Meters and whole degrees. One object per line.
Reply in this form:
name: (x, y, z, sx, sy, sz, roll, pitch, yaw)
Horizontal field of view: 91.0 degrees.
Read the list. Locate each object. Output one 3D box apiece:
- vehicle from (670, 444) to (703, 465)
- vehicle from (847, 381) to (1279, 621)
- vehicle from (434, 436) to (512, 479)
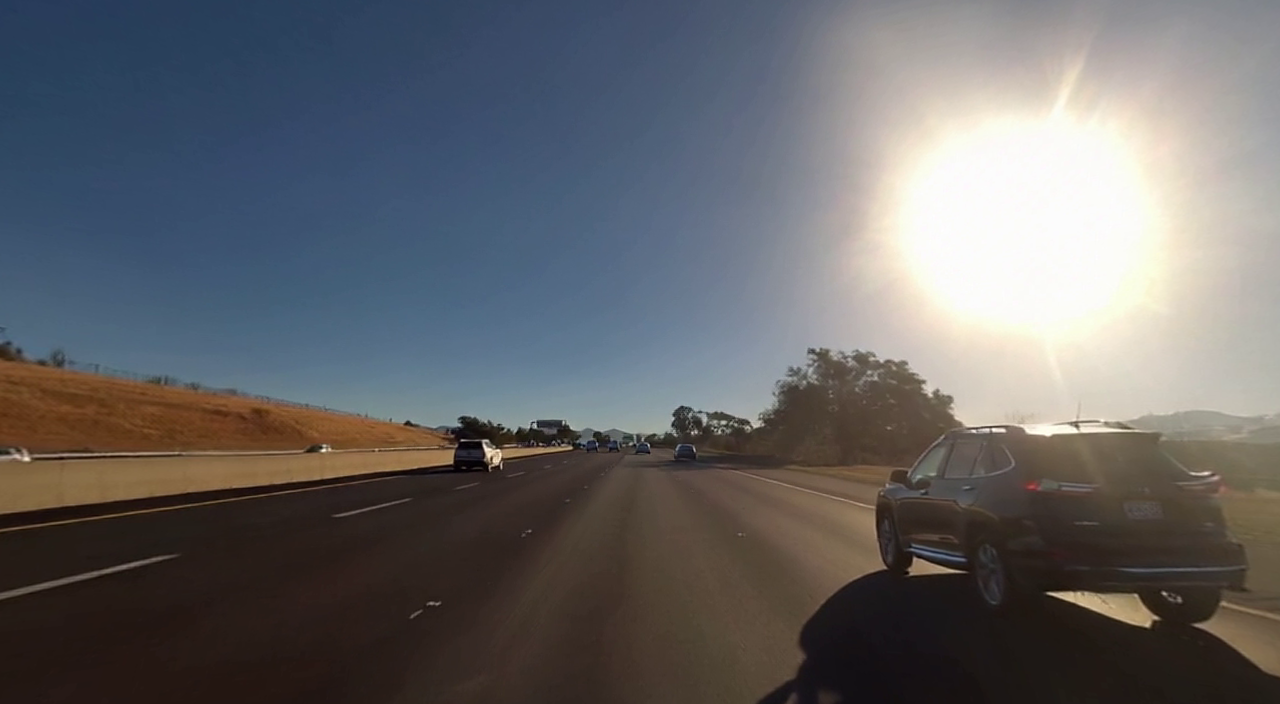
vehicle: (3.386, 7.542, 46.432, 2.038, 1.497, 4.167, 0, -9, -1)
vehicle: (4.305, 1.518, 7.348, 2.153, 1.860, 4.689, -1, -9, 0)
vehicle: (-7.278, 4.652, 27.972, 2.095, 1.696, 4.680, -1, -9, 1)
